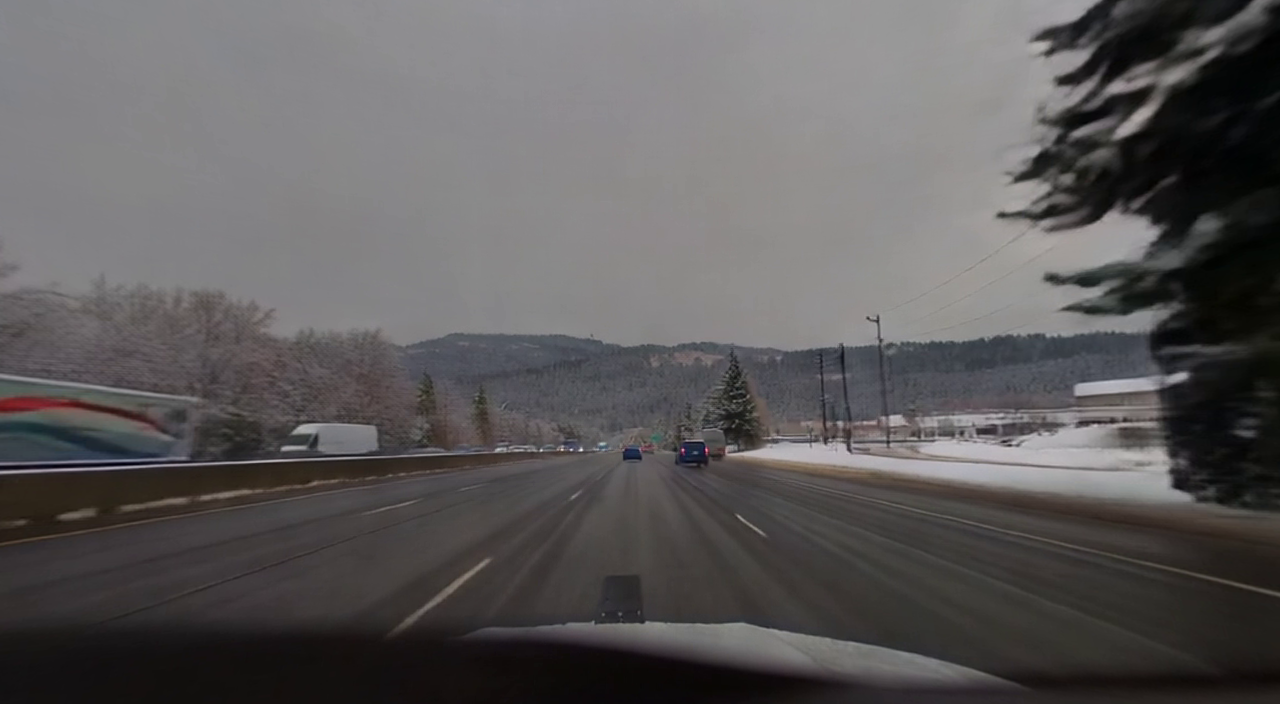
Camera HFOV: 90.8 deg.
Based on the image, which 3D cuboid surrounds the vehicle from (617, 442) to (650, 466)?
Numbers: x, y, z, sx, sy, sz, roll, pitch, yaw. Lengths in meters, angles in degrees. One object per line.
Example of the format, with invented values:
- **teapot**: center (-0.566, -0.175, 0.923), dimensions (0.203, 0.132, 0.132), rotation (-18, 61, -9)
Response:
- **vehicle**: center (-0.493, 7.590, 47.100), dimensions (2.325, 1.712, 4.592), rotation (0, -9, 0)

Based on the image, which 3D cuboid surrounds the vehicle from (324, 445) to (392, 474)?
- **vehicle**: center (-21.306, 8.117, 48.055), dimensions (2.258, 2.068, 6.386), rotation (0, -9, 0)

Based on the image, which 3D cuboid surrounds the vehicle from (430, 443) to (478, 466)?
- **vehicle**: center (-13.422, 7.420, 45.827), dimensions (1.934, 1.522, 4.697), rotation (0, -9, 1)

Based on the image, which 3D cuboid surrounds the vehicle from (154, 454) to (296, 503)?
- **vehicle**: center (-13.822, 4.209, 21.411), dimensions (1.872, 1.433, 4.353), rotation (0, -9, 0)

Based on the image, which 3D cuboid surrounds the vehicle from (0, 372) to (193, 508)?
- **vehicle**: center (-21.256, 2.816, 20.161), dimensions (2.907, 4.138, 15.184), rotation (0, -9, 0)

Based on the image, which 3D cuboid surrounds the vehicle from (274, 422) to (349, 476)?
- **vehicle**: center (-25.730, 7.608, 49.761), dimensions (2.968, 3.977, 5.142), rotation (0, -9, 0)

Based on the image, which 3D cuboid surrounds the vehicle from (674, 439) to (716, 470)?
- **vehicle**: center (3.362, 6.382, 39.454), dimensions (2.036, 1.796, 4.470), rotation (0, -9, -2)
